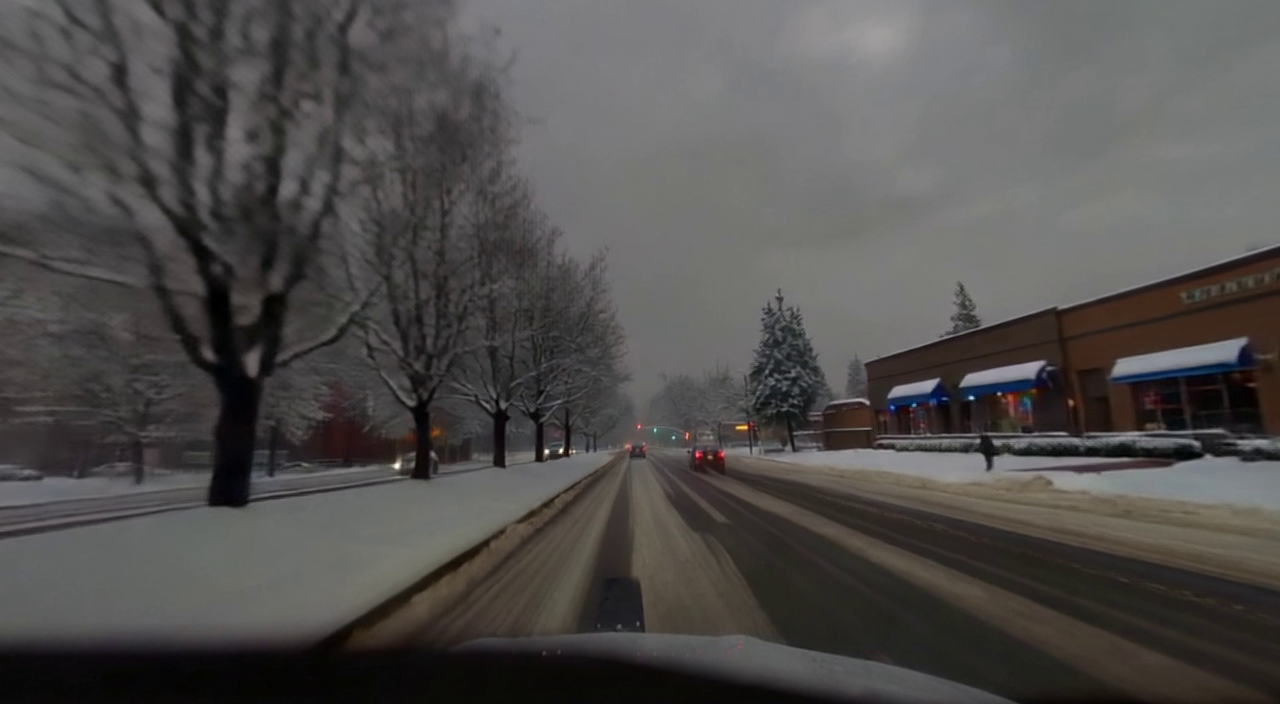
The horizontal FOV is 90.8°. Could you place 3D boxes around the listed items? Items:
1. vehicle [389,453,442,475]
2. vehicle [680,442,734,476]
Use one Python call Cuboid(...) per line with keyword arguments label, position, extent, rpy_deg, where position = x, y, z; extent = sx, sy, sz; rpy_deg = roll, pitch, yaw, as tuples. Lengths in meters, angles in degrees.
Cuboid(label="vehicle", position=(-15.513, 7.743, 43.852), extent=(2.000, 1.452, 4.469), rpy_deg=(0, -9, 1))
Cuboid(label="vehicle", position=(3.085, 5.067, 30.098), extent=(1.983, 1.482, 4.463), rpy_deg=(0, -9, -1))
